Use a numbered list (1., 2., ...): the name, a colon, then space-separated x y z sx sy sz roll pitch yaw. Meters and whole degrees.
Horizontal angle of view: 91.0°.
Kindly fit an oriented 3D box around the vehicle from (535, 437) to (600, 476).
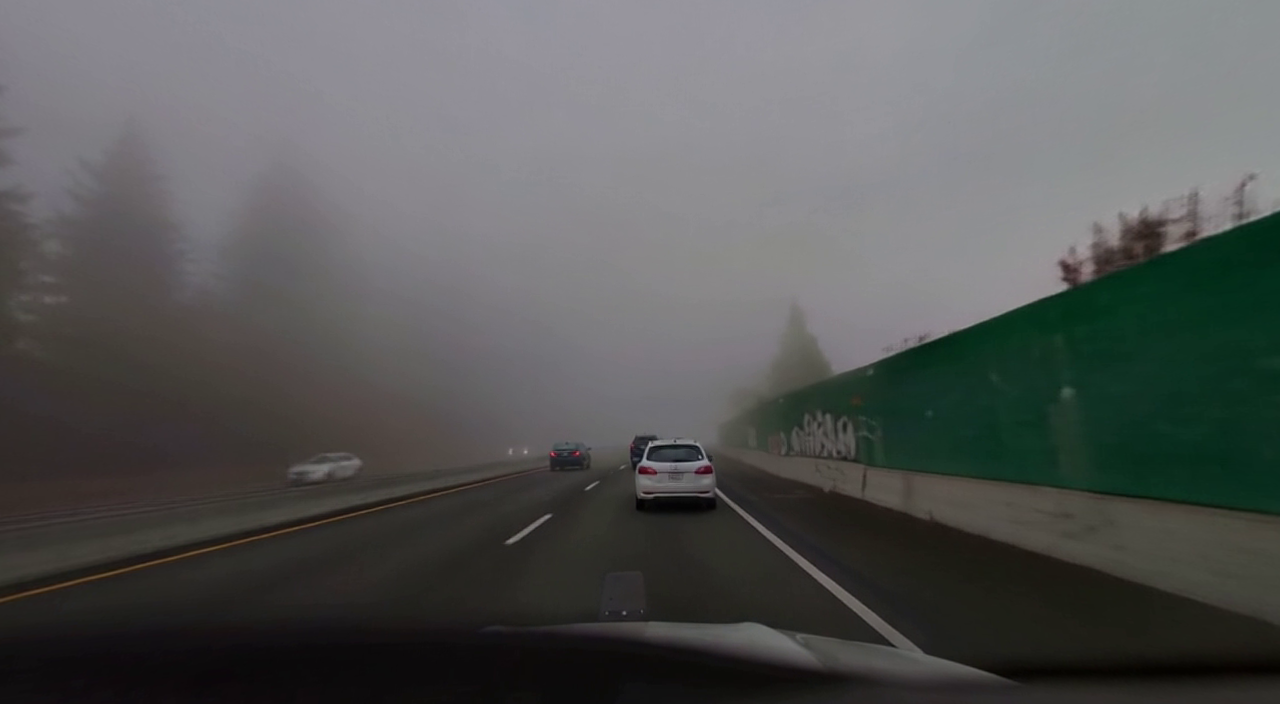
1. vehicle: -2.937 4.356 26.481 2.059 1.471 4.152 0 -8 3

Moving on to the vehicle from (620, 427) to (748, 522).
1. vehicle: 0.743 2.274 12.236 2.077 1.533 3.854 0 -8 1
